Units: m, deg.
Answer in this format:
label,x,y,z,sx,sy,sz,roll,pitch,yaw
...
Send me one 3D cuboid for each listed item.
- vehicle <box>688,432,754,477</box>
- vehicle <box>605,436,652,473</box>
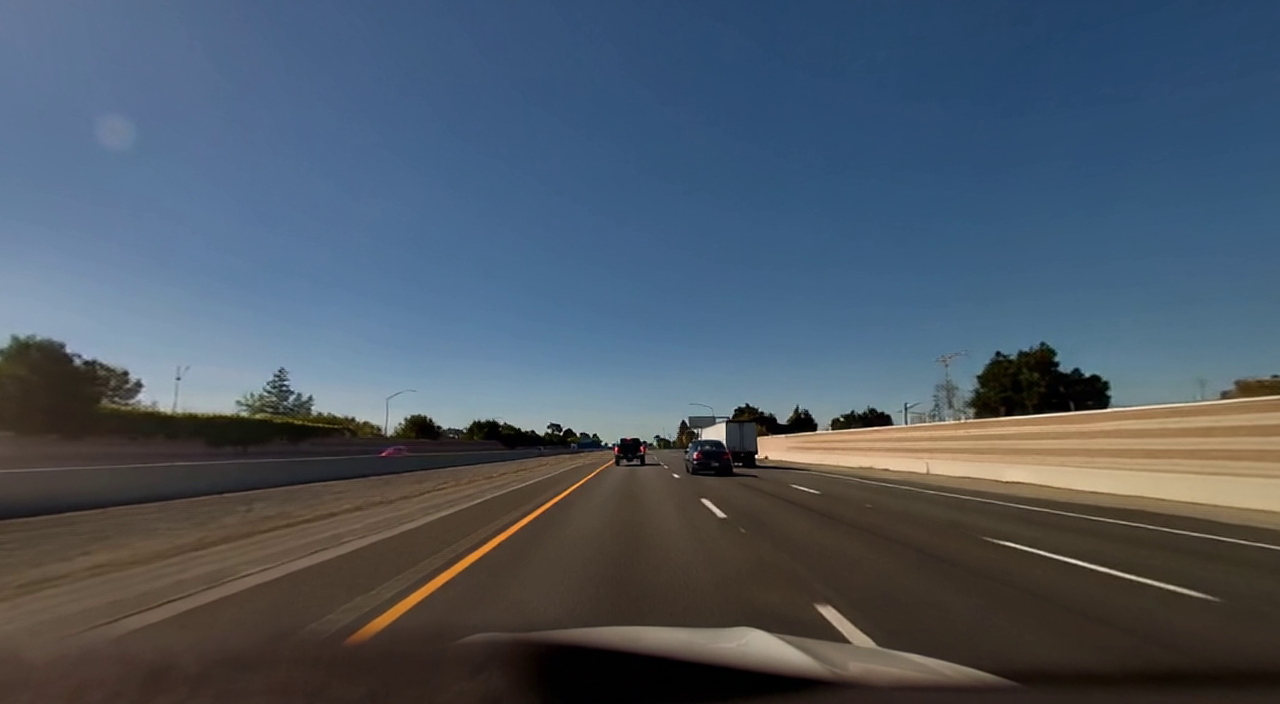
label,x,y,z,sx,sy,sz,roll,pitch,yaw
vehicle,3.522,4.595,28.323,2.269,1.839,4.554,1,-9,-1
vehicle,-0.476,5.054,31.102,2.142,1.664,4.076,0,-9,1
